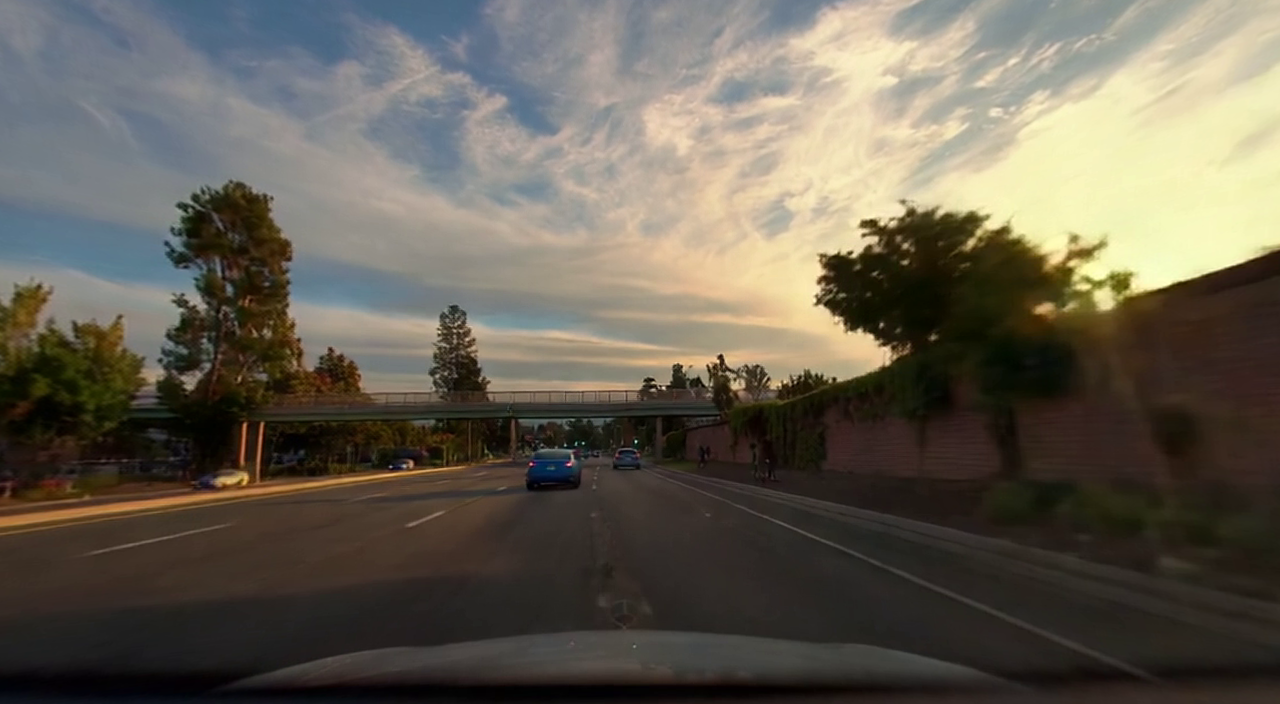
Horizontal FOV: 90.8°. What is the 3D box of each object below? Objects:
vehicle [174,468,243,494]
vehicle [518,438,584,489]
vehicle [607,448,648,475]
[{"bbox_3d":[-29.473,8.821,43.339,1.769,1.473,4.539,0,-9,-3],"label":"vehicle"},{"bbox_3d":[-3.373,4.310,24.782,2.223,1.771,4.581,1,-9,-4],"label":"vehicle"},{"bbox_3d":[-0.823,6.696,38.832,2.205,1.509,4.272,1,-9,-5],"label":"vehicle"}]
